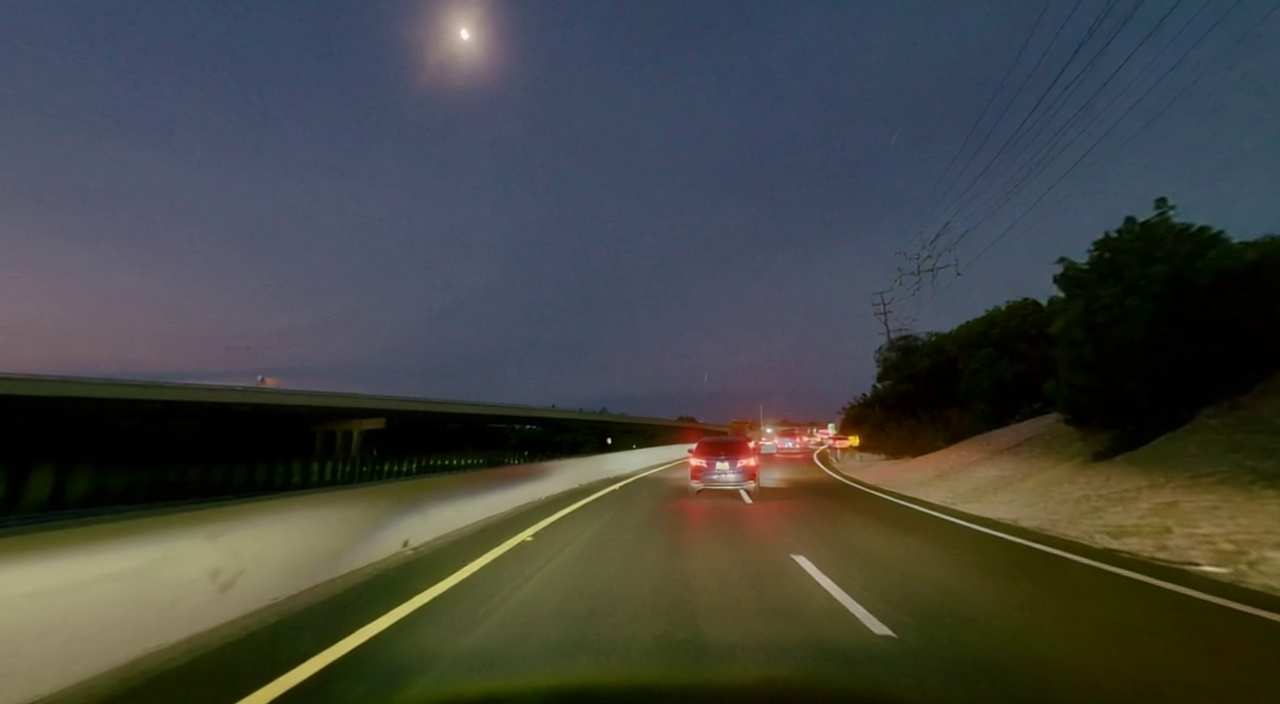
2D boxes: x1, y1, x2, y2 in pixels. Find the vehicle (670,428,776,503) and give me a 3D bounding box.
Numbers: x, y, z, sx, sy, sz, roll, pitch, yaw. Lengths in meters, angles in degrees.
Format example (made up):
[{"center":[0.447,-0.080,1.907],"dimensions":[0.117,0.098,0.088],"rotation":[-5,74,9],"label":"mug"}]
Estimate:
[{"center":[1.885,2.596,14.817],"dimensions":[2.091,1.482,4.321],"rotation":[-1,-8,6],"label":"vehicle"}]
